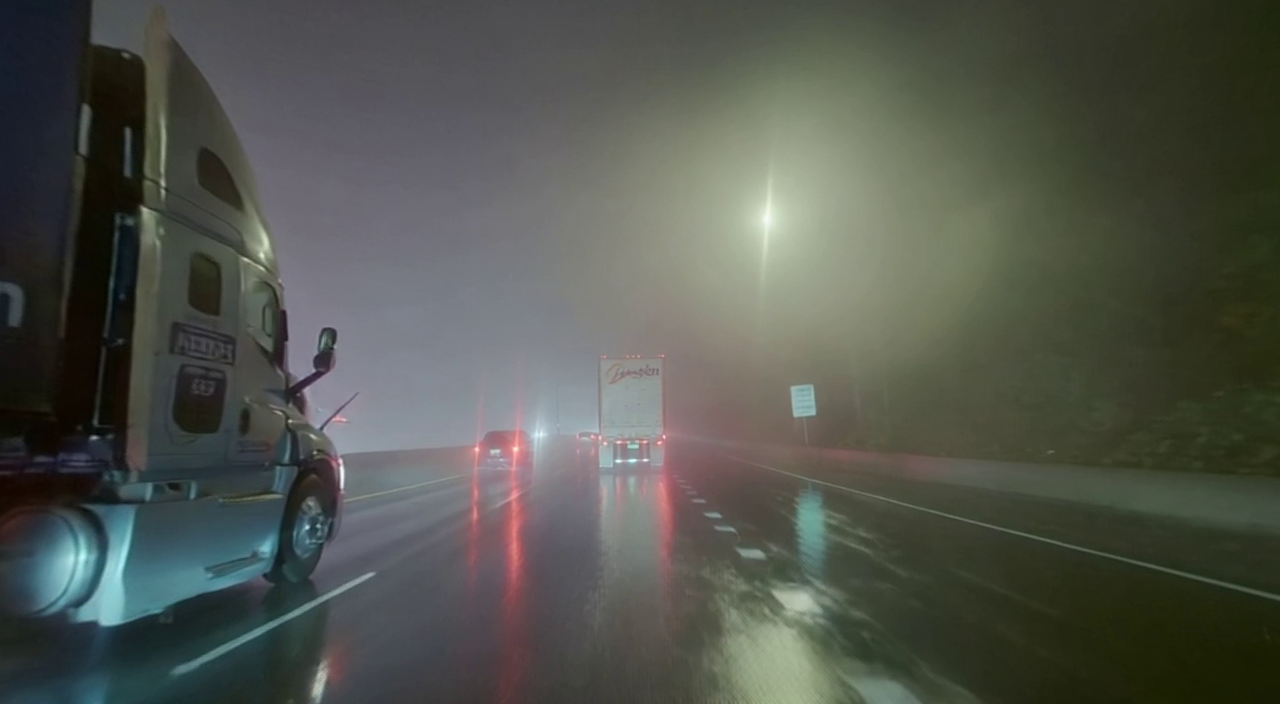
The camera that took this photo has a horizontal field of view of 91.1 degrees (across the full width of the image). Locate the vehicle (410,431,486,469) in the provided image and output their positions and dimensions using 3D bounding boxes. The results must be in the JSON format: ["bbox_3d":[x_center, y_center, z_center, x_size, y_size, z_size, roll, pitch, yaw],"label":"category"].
[{"bbox_3d":[-8.492,4.355,28.249,1.976,1.510,4.604,0,-8,0],"label":"vehicle"}]

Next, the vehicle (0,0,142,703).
[{"bbox_3d":[-4.381,-0.510,0.522,3.007,4.031,6.044,0,-7,-3],"label":"vehicle"}]

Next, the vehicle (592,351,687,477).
[{"bbox_3d":[-0.199,2.727,26.063,3.118,4.106,10.719,0,-8,-2],"label":"vehicle"}]

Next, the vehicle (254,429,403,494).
[{"bbox_3d":[-8.090,2.837,16.815,1.943,1.500,4.011,0,-8,-1],"label":"vehicle"}]

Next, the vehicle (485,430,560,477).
[{"bbox_3d":[-4.030,3.541,22.220,1.933,1.492,3.838,0,-8,-1],"label":"vehicle"}]
